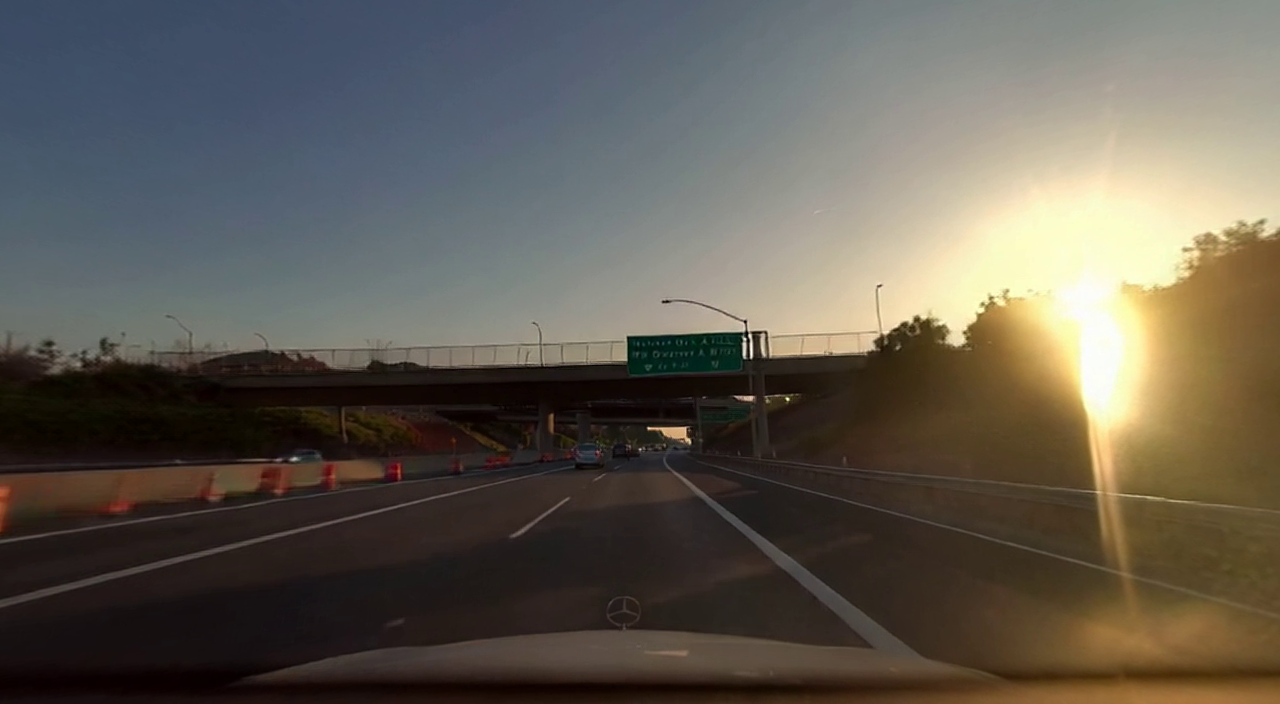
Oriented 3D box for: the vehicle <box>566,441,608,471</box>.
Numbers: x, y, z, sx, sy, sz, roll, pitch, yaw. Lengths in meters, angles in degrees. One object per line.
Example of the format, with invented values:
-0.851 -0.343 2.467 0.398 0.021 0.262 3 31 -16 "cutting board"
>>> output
-3.081 6.134 37.139 2.078 1.629 4.059 0 -8 1 "vehicle"
